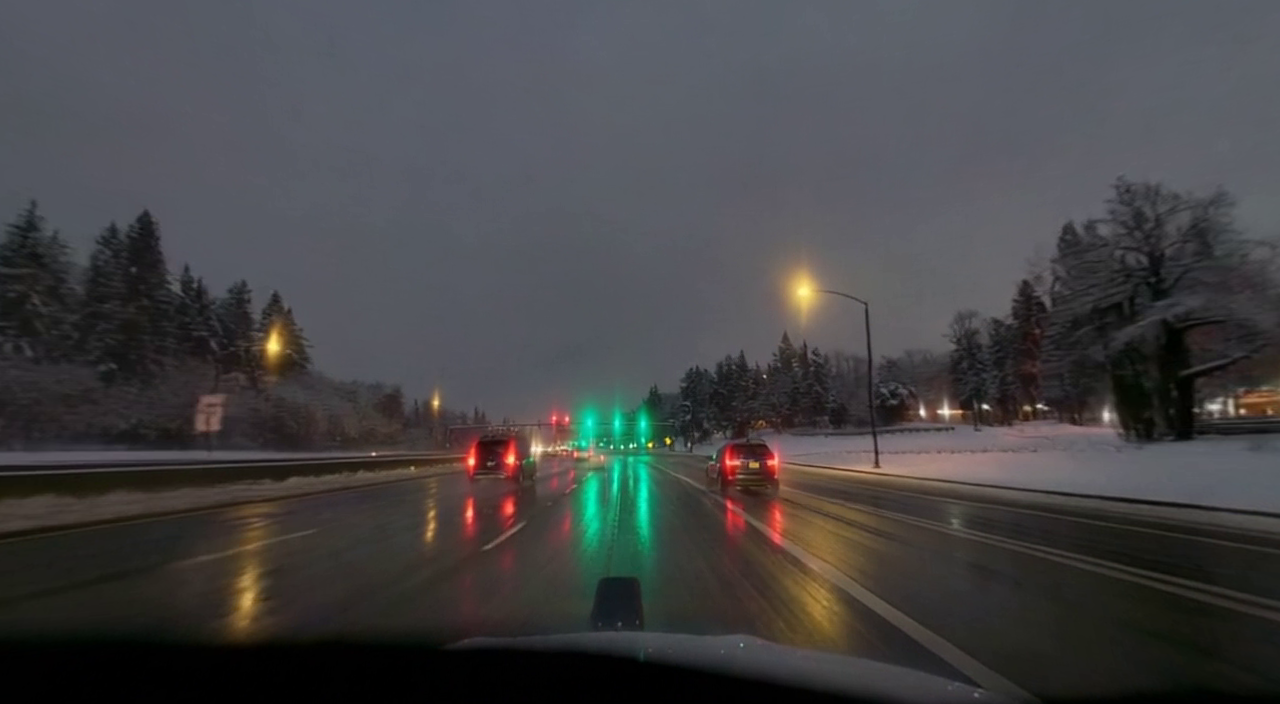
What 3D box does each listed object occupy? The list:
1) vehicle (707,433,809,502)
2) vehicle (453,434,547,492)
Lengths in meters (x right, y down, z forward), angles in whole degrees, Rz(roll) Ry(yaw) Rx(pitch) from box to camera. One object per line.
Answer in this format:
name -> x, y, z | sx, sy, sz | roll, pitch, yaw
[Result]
vehicle -> 3.155, 3.180, 17.856 | 1.997, 1.686, 4.247 | 0, -8, -1
vehicle -> -4.728, 3.821, 22.146 | 2.176, 1.779, 4.755 | 0, -8, 0
